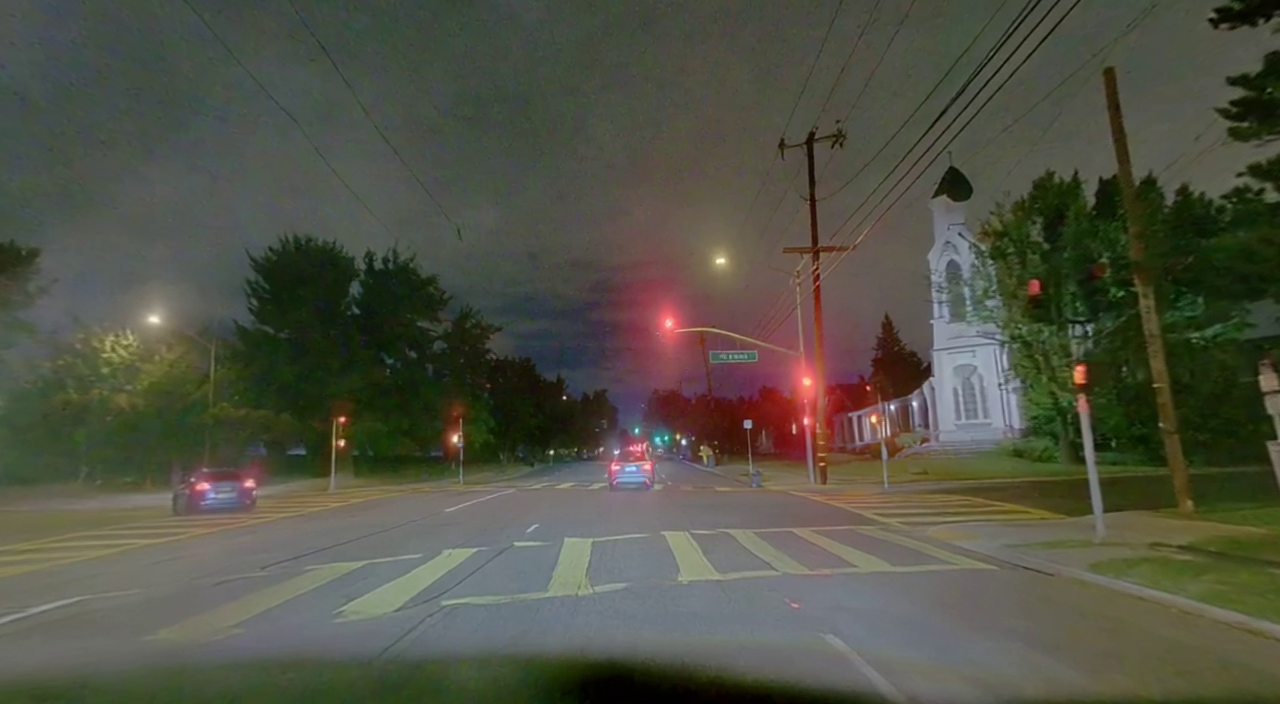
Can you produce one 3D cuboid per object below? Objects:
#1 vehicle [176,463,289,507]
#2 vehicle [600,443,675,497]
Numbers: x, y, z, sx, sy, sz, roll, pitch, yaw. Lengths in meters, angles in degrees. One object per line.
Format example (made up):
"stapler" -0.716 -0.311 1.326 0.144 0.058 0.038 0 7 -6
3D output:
"vehicle" -15.730 5.066 24.305 3.578 1.488 1.930 -4 -10 25
"vehicle" -0.103 3.601 19.604 2.093 1.497 4.010 0 -9 -1
